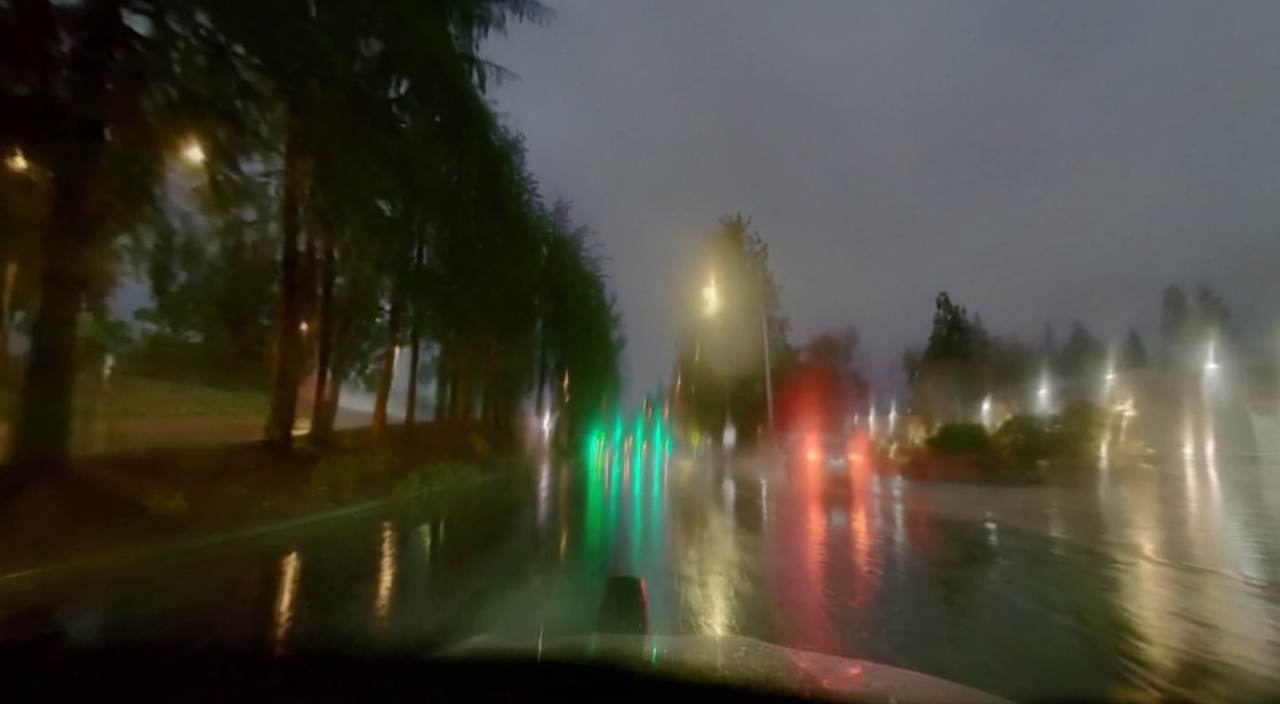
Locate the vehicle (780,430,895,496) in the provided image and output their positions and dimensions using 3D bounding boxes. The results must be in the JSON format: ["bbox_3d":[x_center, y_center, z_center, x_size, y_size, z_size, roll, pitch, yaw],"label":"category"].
[{"bbox_3d":[6.066,3.466,20.128,2.177,1.788,5.106,0,-8,2],"label":"vehicle"}]
